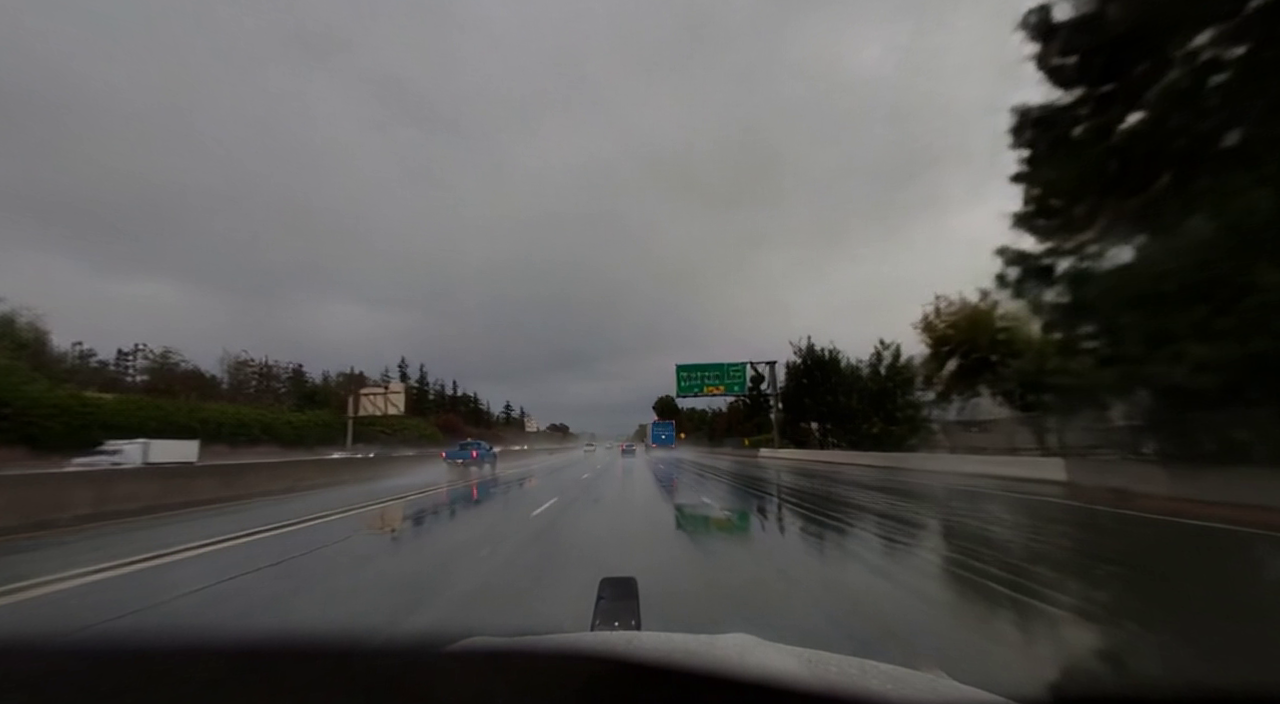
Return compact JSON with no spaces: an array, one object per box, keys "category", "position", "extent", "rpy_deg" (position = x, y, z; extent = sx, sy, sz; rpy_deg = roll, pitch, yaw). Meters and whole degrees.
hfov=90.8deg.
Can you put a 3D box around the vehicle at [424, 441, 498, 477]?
[{"category":"vehicle","position":[-7.901,4.758,28.346],"extent":[2.033,1.494,4.508],"rpy_deg":[0,-9,0]}]
